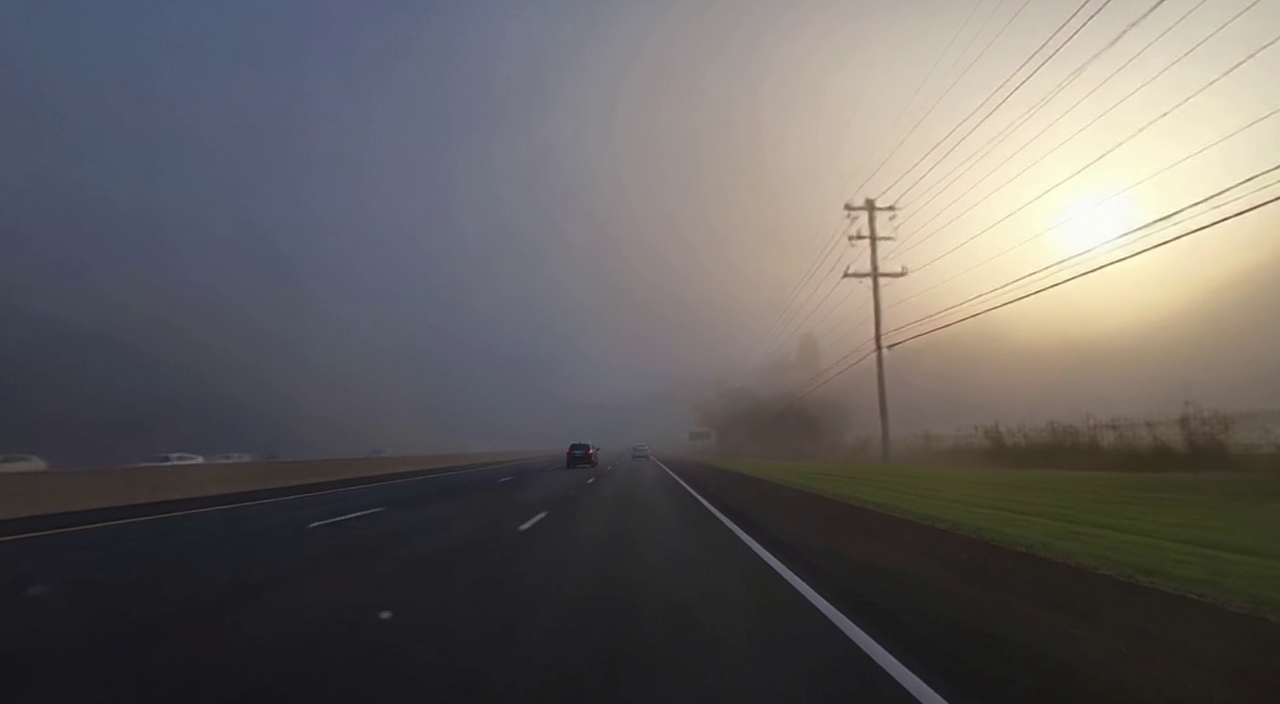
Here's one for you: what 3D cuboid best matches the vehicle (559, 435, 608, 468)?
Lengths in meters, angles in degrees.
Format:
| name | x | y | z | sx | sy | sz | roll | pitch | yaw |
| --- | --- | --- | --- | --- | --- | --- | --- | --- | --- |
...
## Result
| name | x | y | z | sx | sy | sz | roll | pitch | yaw |
| --- | --- | --- | --- | --- | --- | --- | --- | --- | --- |
| vehicle | -3.560 | 6.426 | 40.700 | 2.577 | 1.939 | 5.408 | 0 | -9 | 1 |

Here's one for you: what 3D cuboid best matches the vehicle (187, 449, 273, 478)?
| name | x | y | z | sx | sy | sz | roll | pitch | yaw |
| --- | --- | --- | --- | --- | --- | --- | --- | --- | --- |
| vehicle | -24.353 | 6.613 | 37.650 | 1.955 | 1.650 | 4.628 | 0 | -9 | 1 |

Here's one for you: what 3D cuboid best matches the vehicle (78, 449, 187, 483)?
| name | x | y | z | sx | sy | sz | roll | pitch | yaw |
| --- | --- | --- | --- | --- | --- | --- | --- | --- | --- |
| vehicle | -27.989 | 6.247 | 34.953 | 2.019 | 1.725 | 4.739 | 0 | -9 | 1 |
